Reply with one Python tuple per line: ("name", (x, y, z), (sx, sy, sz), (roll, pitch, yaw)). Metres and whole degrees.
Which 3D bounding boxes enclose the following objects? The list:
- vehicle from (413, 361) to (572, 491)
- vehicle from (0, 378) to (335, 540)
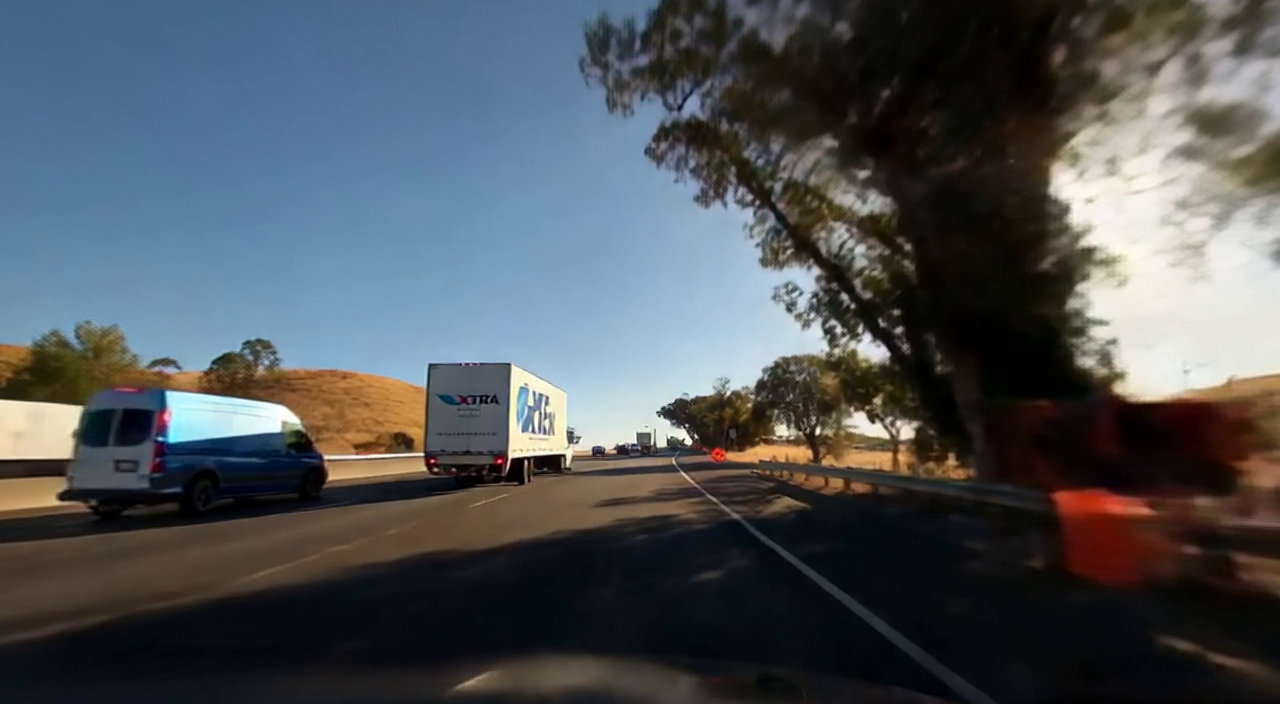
("vehicle", (-5.104, 2.974, 24.432), (3.183, 4.011, 9.617), (0, -8, 4))
("vehicle", (-9.317, 2.166, 13.292), (2.469, 2.615, 5.874), (0, -8, 3))
